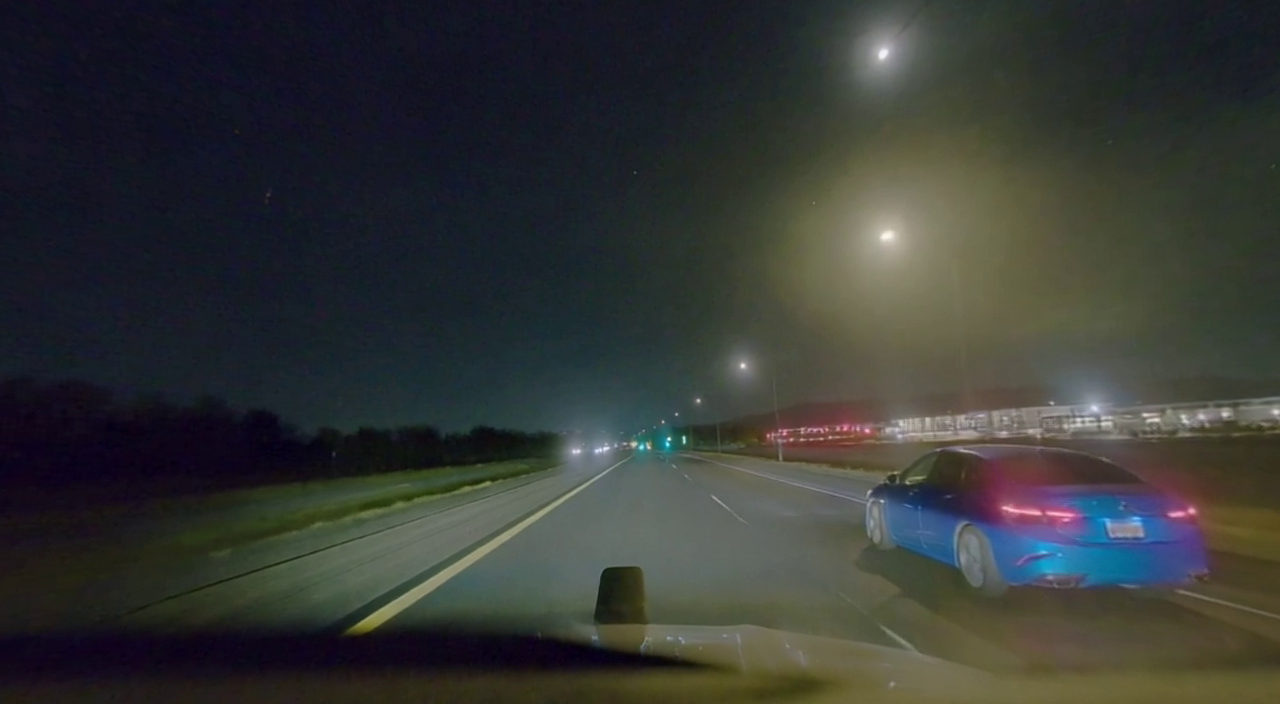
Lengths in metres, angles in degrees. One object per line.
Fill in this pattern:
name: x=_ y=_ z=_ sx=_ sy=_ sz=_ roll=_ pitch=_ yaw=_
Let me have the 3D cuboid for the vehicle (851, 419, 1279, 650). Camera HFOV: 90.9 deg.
vehicle: x=4.070 y=1.548 z=6.592 sx=2.053 sy=1.490 sz=4.799 roll=0 pitch=-8 yaw=0
